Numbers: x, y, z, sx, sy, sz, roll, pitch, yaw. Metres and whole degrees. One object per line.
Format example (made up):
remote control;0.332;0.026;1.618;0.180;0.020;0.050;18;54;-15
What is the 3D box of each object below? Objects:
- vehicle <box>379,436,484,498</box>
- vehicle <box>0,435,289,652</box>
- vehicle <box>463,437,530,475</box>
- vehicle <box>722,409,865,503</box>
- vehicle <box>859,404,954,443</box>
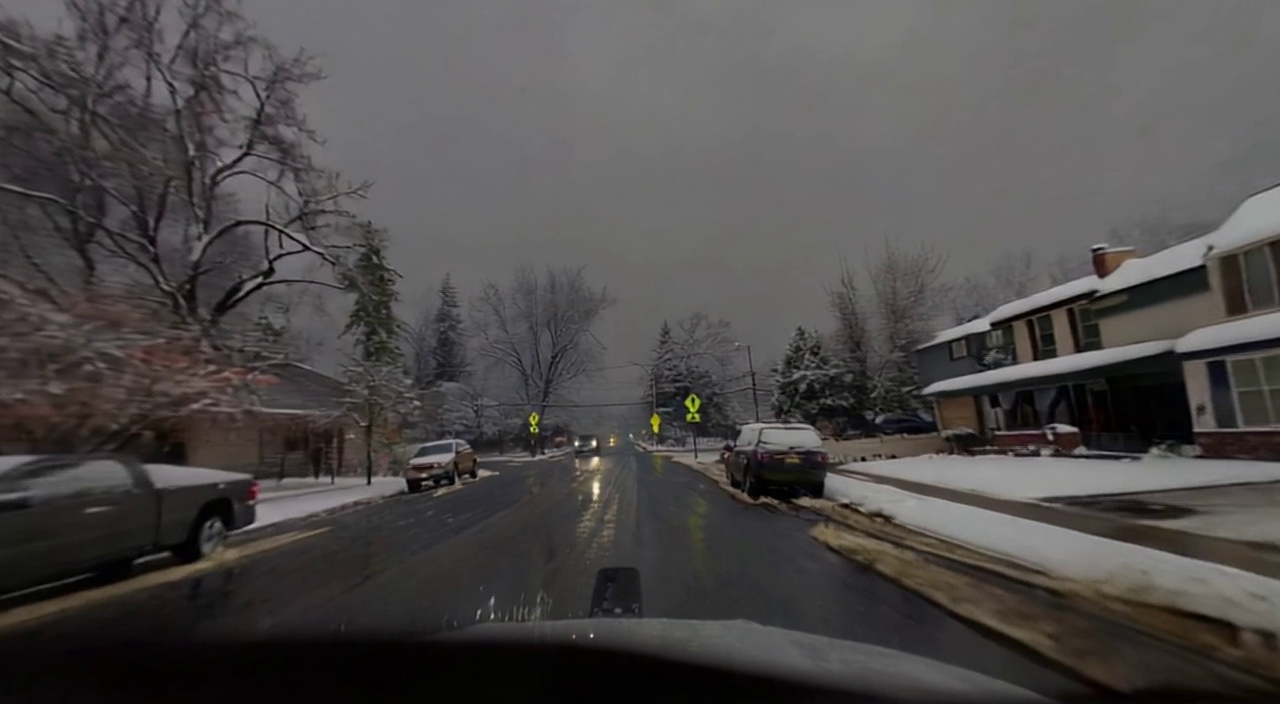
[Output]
vehicle;-5.907;3.250;18.337;1.842;1.540;3.704;-2;-7;-1
vehicle;-5.621;1.524;5.651;1.972;1.502;5.530;1;-7;-3
vehicle;-6.086;4.434;27.173;1.919;1.464;4.155;1;-8;-1
vehicle;3.096;2.201;13.782;1.997;1.663;4.544;-2;-8;1
vehicle;13.390;3.677;31.827;4.184;1.817;2.026;-4;-9;22
